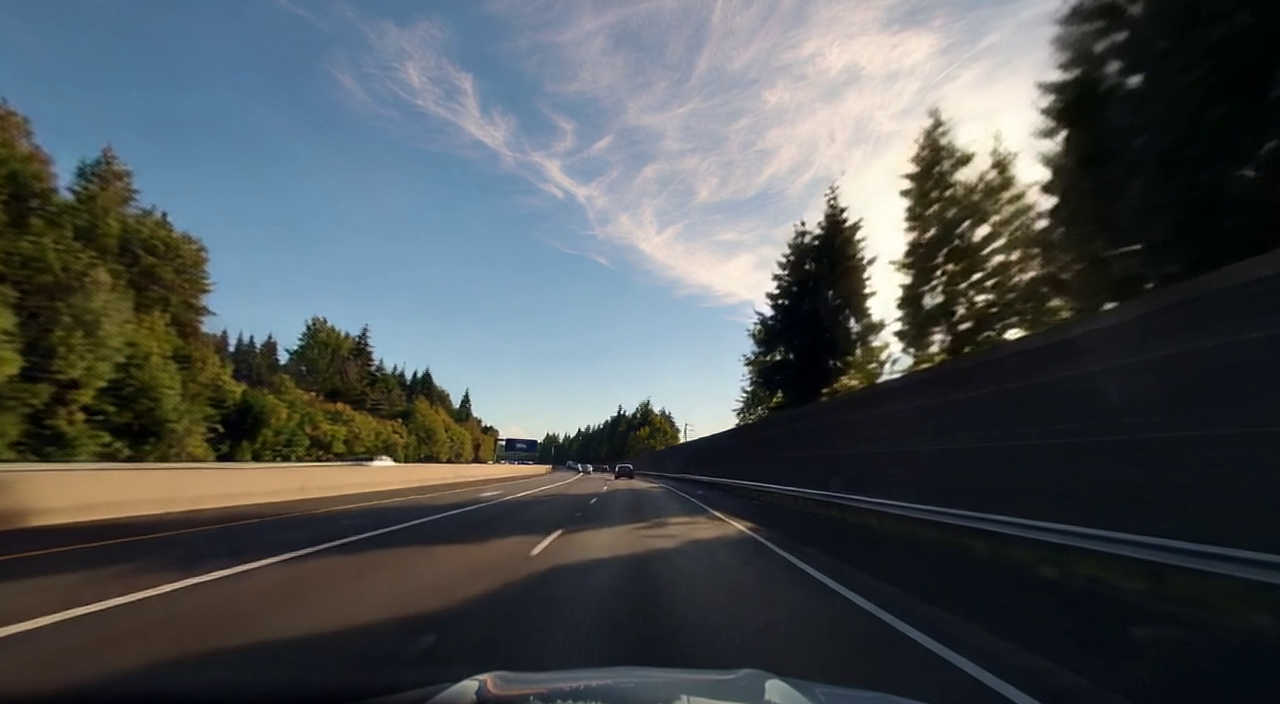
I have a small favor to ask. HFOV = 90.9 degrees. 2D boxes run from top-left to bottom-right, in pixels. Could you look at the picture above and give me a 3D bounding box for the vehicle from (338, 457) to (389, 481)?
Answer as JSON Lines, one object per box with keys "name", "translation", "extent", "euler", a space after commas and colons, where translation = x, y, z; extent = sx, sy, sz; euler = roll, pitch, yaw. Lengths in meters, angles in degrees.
{"name": "vehicle", "translation": [-17.396, 7.386, 39.793], "extent": [1.653, 1.448, 3.549], "euler": [1, -10, -1]}
